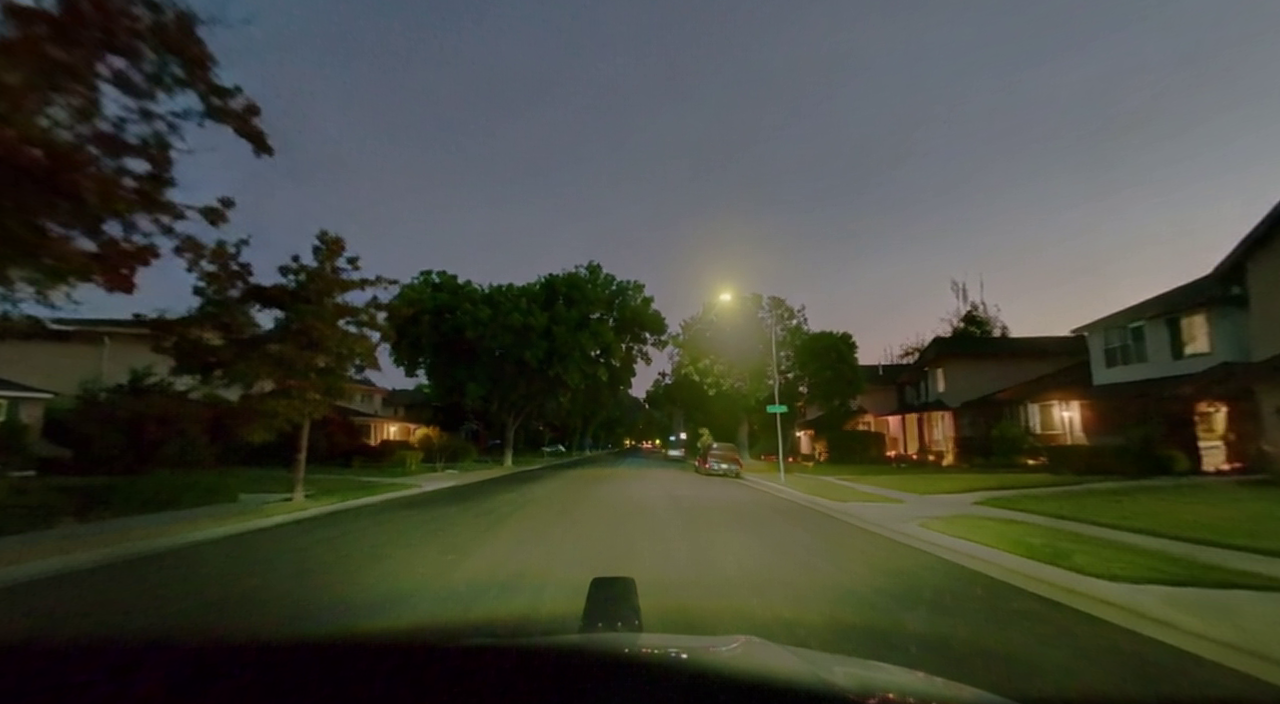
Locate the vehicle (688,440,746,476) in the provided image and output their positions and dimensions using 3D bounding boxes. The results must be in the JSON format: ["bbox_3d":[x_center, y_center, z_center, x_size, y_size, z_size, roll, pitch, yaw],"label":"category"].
[{"bbox_3d":[3.630,5.143,30.847,2.136,1.596,4.790,0,-9,-1],"label":"vehicle"}]

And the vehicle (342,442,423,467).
[{"bbox_3d":[-17.261,6.864,42.577,4.607,1.573,2.058,0,-8,-5],"label":"vehicle"}]
